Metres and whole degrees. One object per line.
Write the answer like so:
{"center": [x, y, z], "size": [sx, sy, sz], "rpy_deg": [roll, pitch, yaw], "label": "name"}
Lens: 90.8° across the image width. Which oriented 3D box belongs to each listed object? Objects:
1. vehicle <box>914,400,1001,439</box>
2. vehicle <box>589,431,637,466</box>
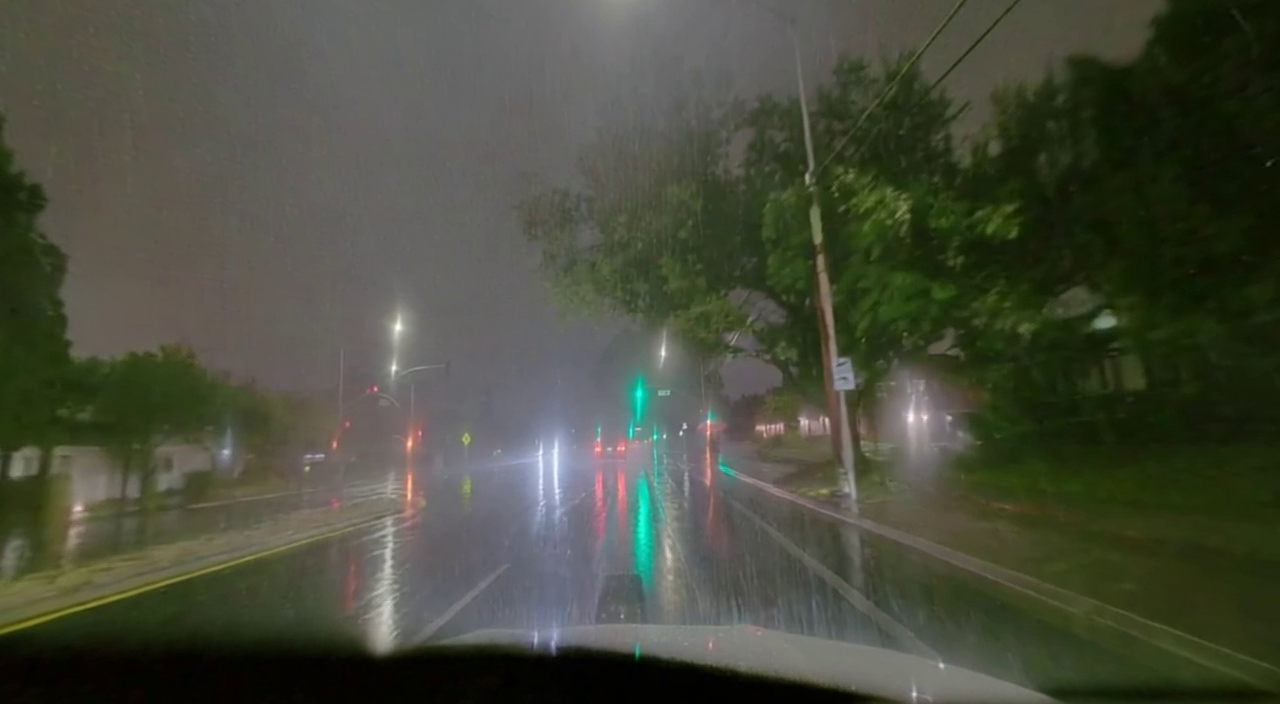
{"center": [15.543, 3.405, 31.256], "size": [1.982, 1.705, 4.677], "rpy_deg": [-1, -8, 3], "label": "vehicle"}
{"center": [-1.420, 5.326, 35.089], "size": [2.215, 1.799, 4.426], "rpy_deg": [-1, -8, 3], "label": "vehicle"}
